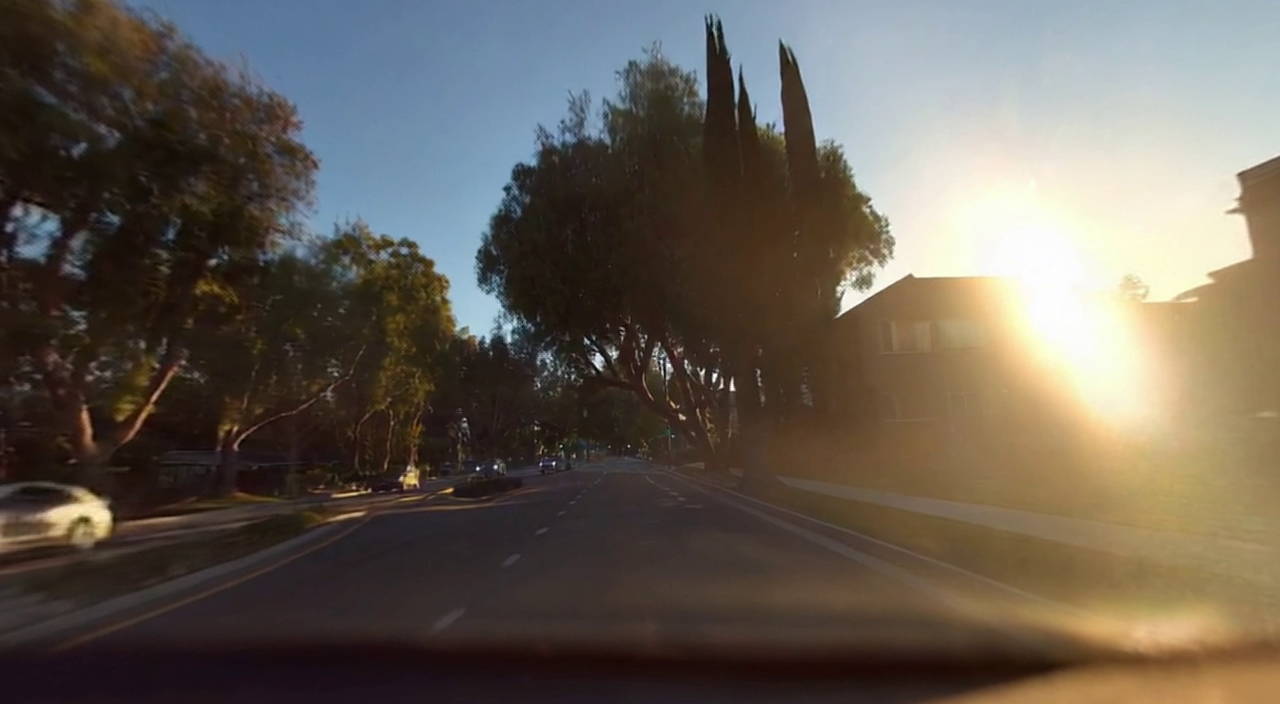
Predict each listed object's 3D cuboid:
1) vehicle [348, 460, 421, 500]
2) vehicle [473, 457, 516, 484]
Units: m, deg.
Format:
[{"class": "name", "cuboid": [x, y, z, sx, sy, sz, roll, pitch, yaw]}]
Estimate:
[{"class": "vehicle", "cuboid": [-13.105, 6.562, 32.570, 1.979, 1.757, 4.514, 0, -8, -2]}, {"class": "vehicle", "cuboid": [-10.033, 8.152, 43.658, 1.984, 1.646, 4.529, 0, -8, -1]}]
